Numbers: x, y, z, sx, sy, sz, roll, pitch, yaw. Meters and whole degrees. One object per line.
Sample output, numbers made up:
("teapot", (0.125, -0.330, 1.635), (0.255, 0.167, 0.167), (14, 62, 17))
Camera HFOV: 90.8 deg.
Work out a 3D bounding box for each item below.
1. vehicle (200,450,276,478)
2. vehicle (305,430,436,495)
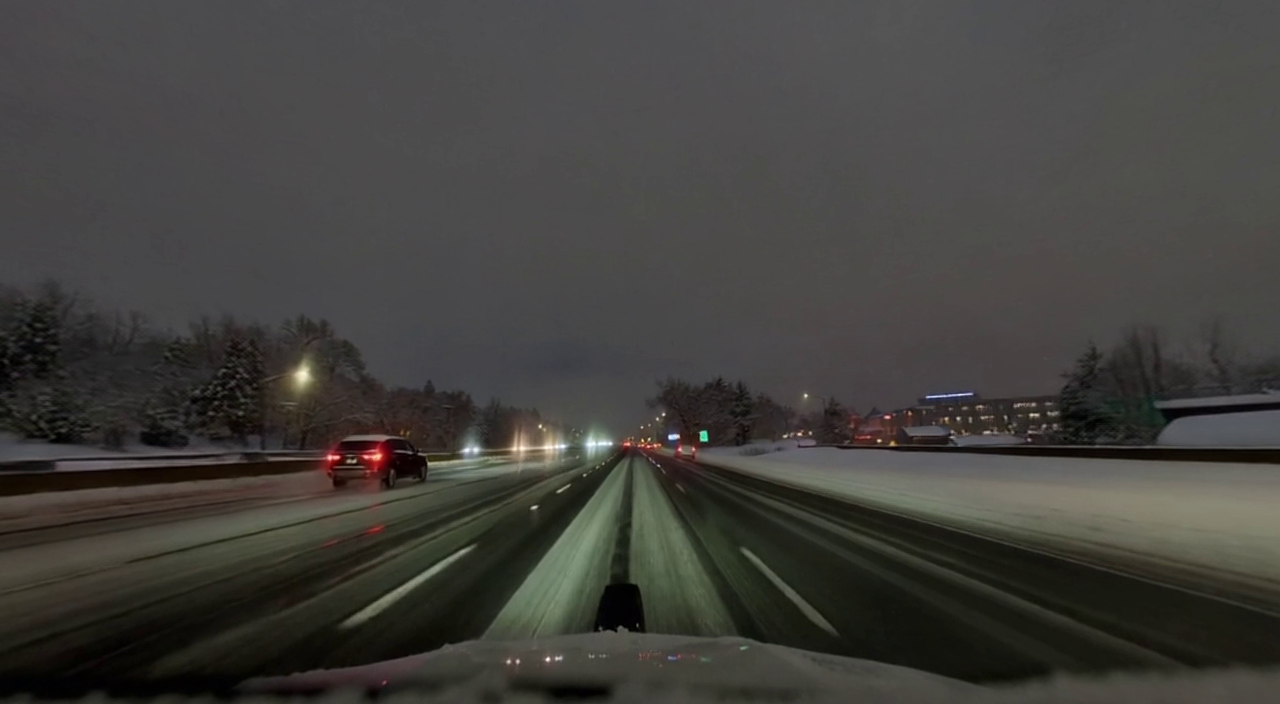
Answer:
("vehicle", (-25.937, 7.204, 40.997), (1.871, 1.556, 4.664), (0, -8, -1))
("vehicle", (-7.976, 3.301, 19.254), (2.089, 1.724, 4.327), (0, -8, -1))
